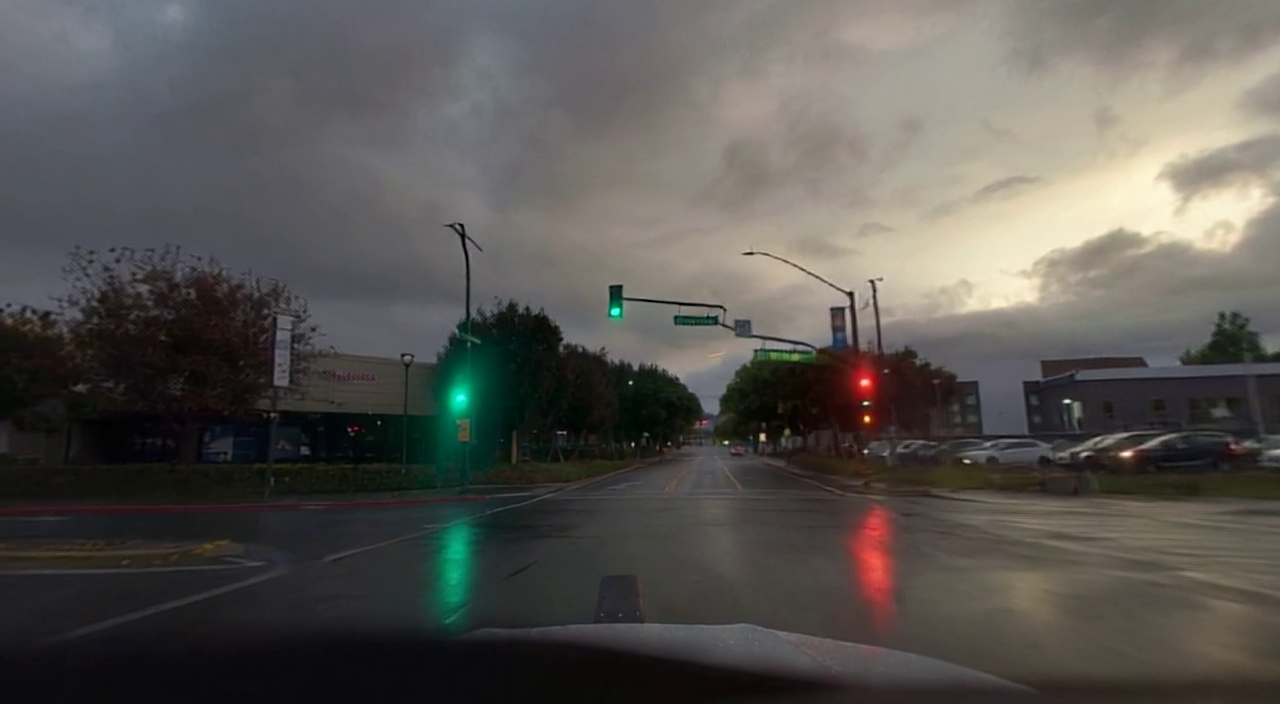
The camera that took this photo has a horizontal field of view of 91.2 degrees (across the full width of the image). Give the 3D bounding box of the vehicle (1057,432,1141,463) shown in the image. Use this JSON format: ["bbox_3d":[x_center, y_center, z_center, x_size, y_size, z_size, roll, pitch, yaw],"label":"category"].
[{"bbox_3d":[24.061,5.033,33.002,1.860,1.511,3.569,-2,-8,4],"label":"vehicle"}]

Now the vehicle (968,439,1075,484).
[{"bbox_3d":[14.096,3.989,23.080,4.295,1.508,1.955,7,-11,-40],"label":"vehicle"}]

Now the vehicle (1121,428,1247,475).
[{"bbox_3d":[19.818,3.593,22.800,4.522,1.546,1.941,5,-10,-30],"label":"vehicle"}]
